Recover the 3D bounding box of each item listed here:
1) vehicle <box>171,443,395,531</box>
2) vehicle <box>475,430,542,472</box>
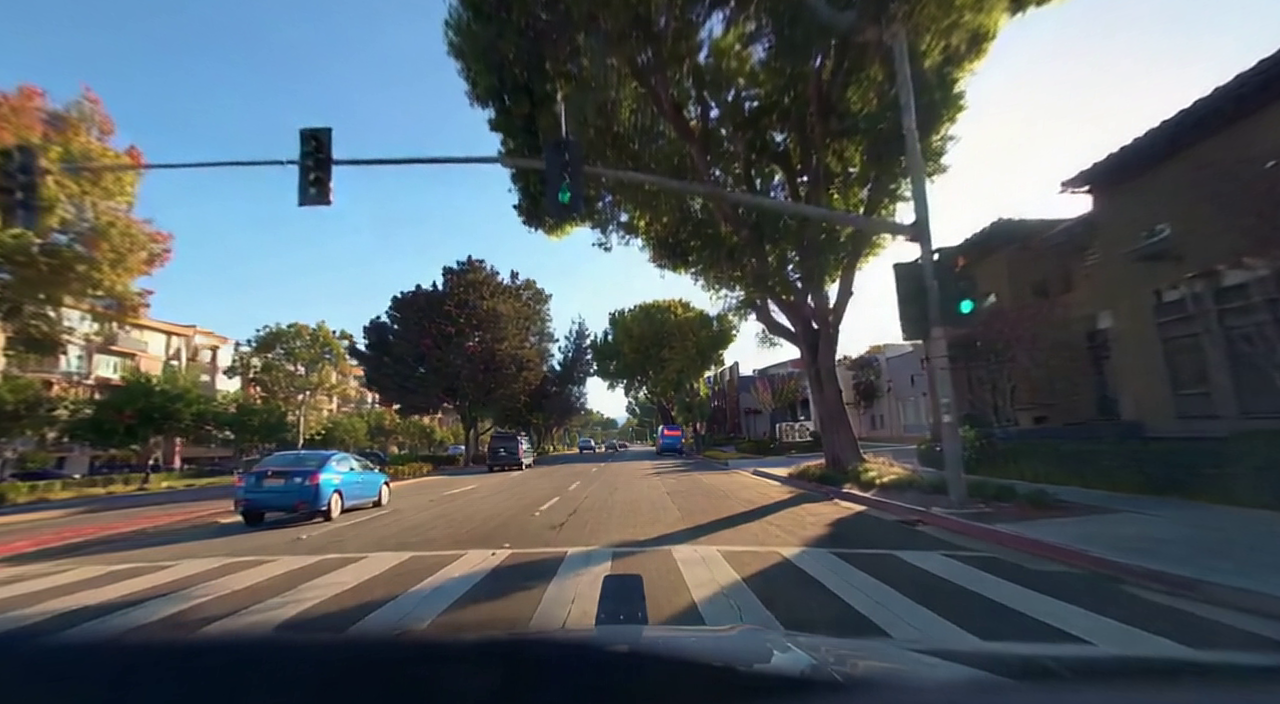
[{"bbox_3d":[-6.914,2.614,12.936,1.970,1.456,4.441,0,-8,0],"label":"vehicle"},{"bbox_3d":[-6.906,5.267,33.851,2.332,2.039,5.678,0,-8,0],"label":"vehicle"}]
